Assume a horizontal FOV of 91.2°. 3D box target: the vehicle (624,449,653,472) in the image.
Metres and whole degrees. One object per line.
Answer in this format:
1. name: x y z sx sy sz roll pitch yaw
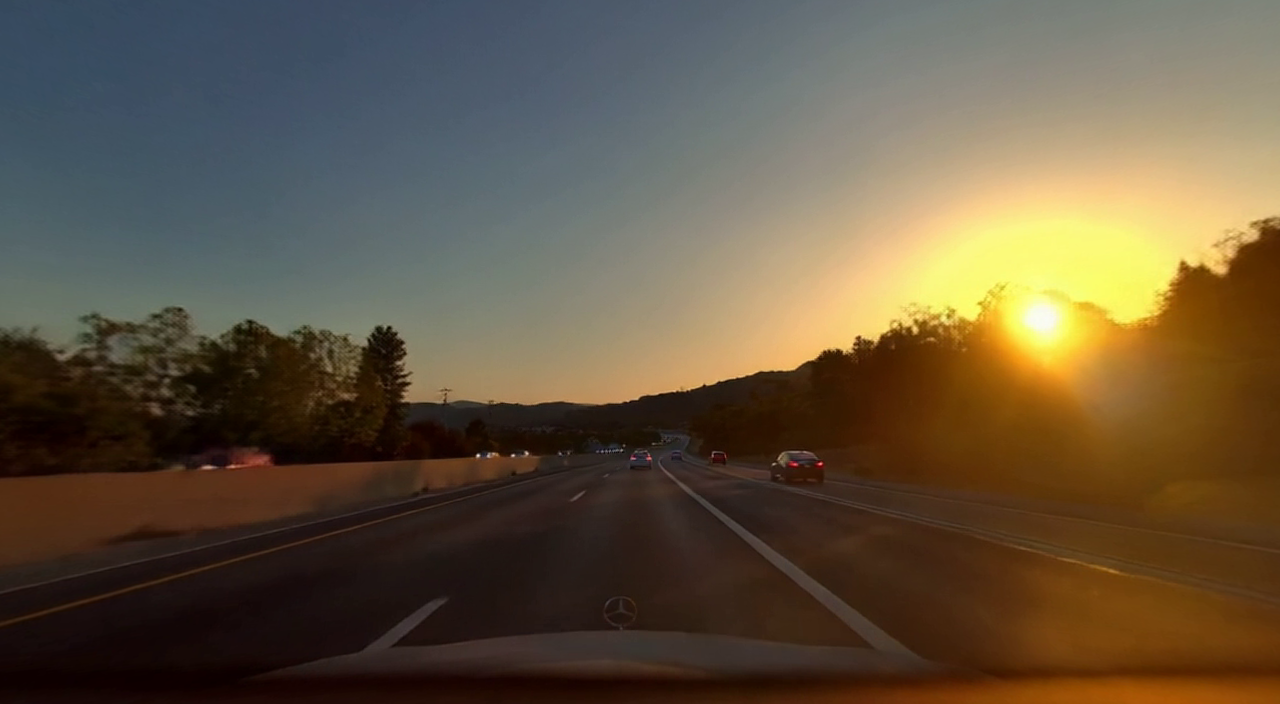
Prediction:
1. vehicle: -0.103 7.840 45.396 2.025 1.526 4.181 0 -9 0

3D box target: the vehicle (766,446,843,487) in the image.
1. vehicle: 6.864 4.817 26.694 2.008 1.533 4.592 0 -9 -1

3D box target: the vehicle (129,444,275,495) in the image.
1. vehicle: -15.656 4.202 22.806 1.935 1.622 4.608 -1 -9 1
